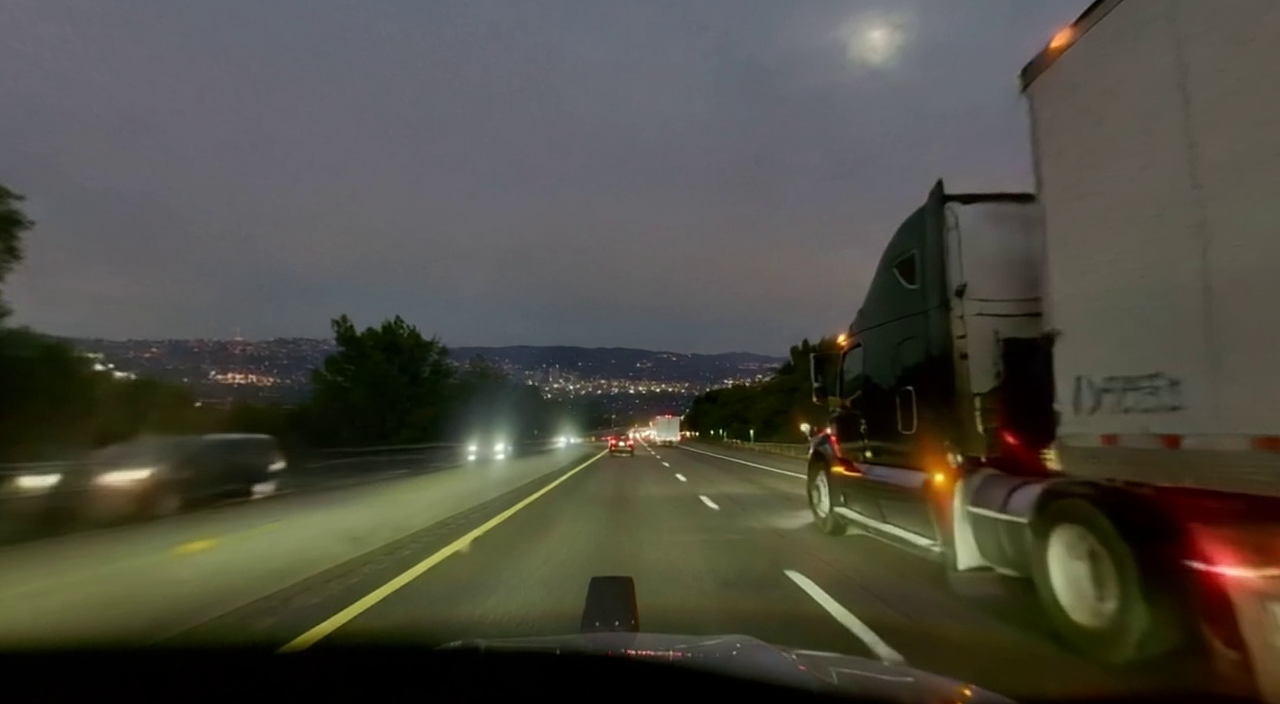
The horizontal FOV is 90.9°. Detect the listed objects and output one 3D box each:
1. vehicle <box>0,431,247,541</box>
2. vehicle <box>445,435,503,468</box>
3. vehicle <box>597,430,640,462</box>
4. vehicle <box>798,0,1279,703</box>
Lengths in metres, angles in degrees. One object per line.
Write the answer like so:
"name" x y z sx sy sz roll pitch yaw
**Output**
"vehicle" -10.416 2.549 12.851 1.996 1.822 4.451 0 -8 -2
"vehicle" -9.356 5.642 35.972 2.131 1.735 4.711 0 -8 -1
"vehicle" -1.078 4.882 32.822 2.095 1.557 3.963 0 -8 -1
"vehicle" 4.055 0.045 4.975 2.955 3.940 9.037 0 -8 -2
